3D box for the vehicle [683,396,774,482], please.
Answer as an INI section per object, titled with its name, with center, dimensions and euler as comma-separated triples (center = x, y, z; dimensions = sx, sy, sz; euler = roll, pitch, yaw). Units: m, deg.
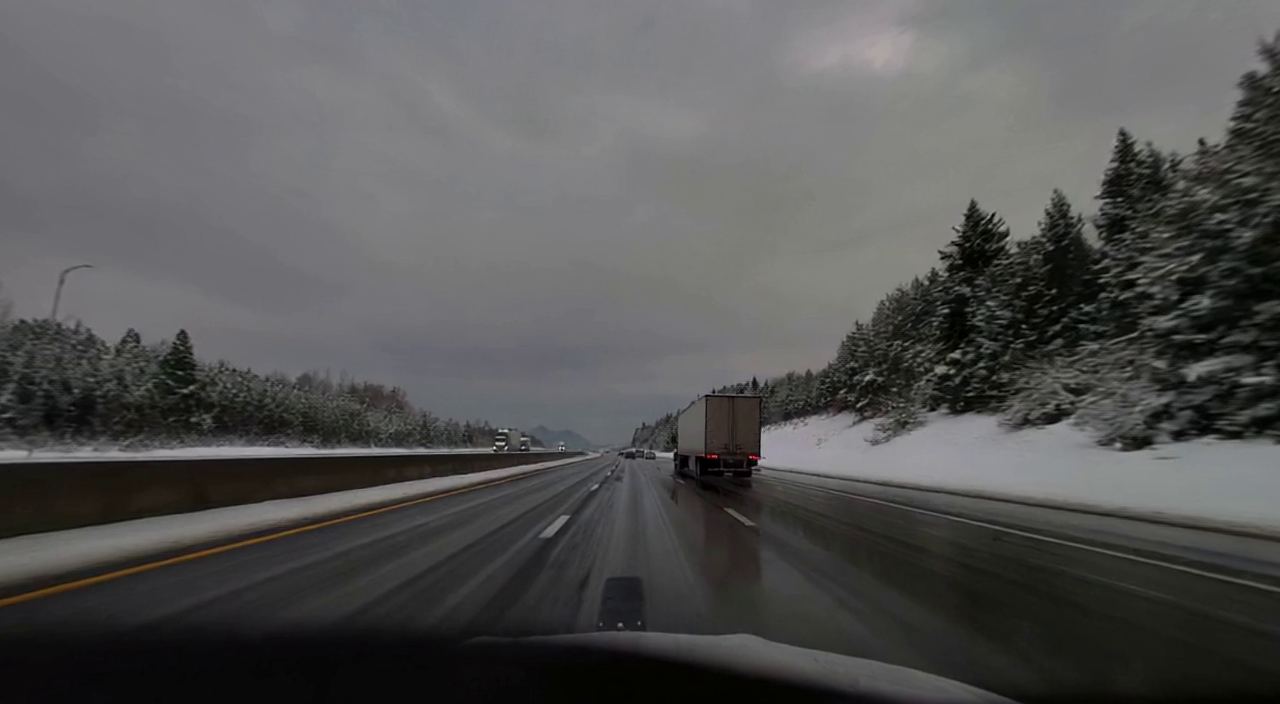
[vehicle]
center = 4.137, 4.586, 32.559
dimensions = 2.876, 3.586, 11.726
euler = 0, -9, 0
